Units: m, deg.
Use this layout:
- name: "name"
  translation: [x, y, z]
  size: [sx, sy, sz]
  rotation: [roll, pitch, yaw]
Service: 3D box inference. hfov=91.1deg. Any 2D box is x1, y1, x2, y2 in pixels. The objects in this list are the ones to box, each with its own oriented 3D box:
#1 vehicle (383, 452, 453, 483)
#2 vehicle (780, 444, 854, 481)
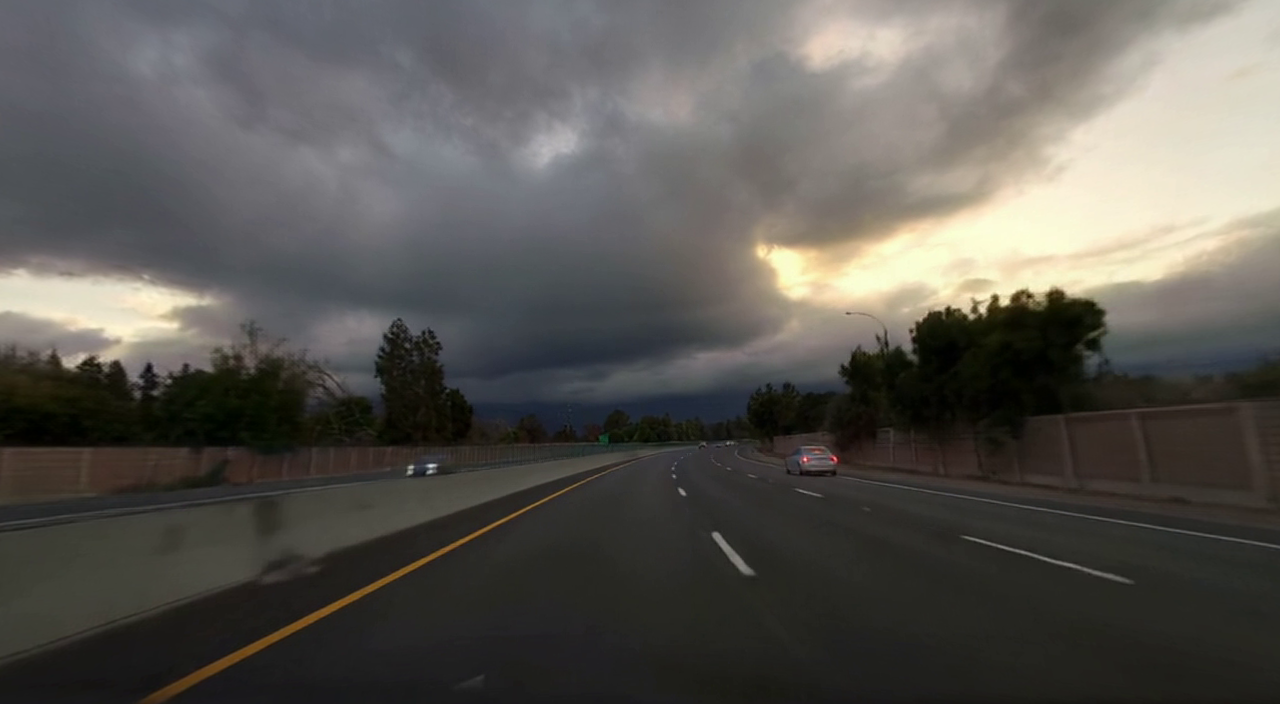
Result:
- name: "vehicle"
  translation: [-12.261, 6.390, 35.085]
  size: [2.061, 1.520, 4.669]
  rotation: [-1, -9, 2]
- name: "vehicle"
  translation: [7.896, 4.966, 28.489]
  size: [1.983, 1.486, 4.545]
  rotation: [0, -9, 0]
